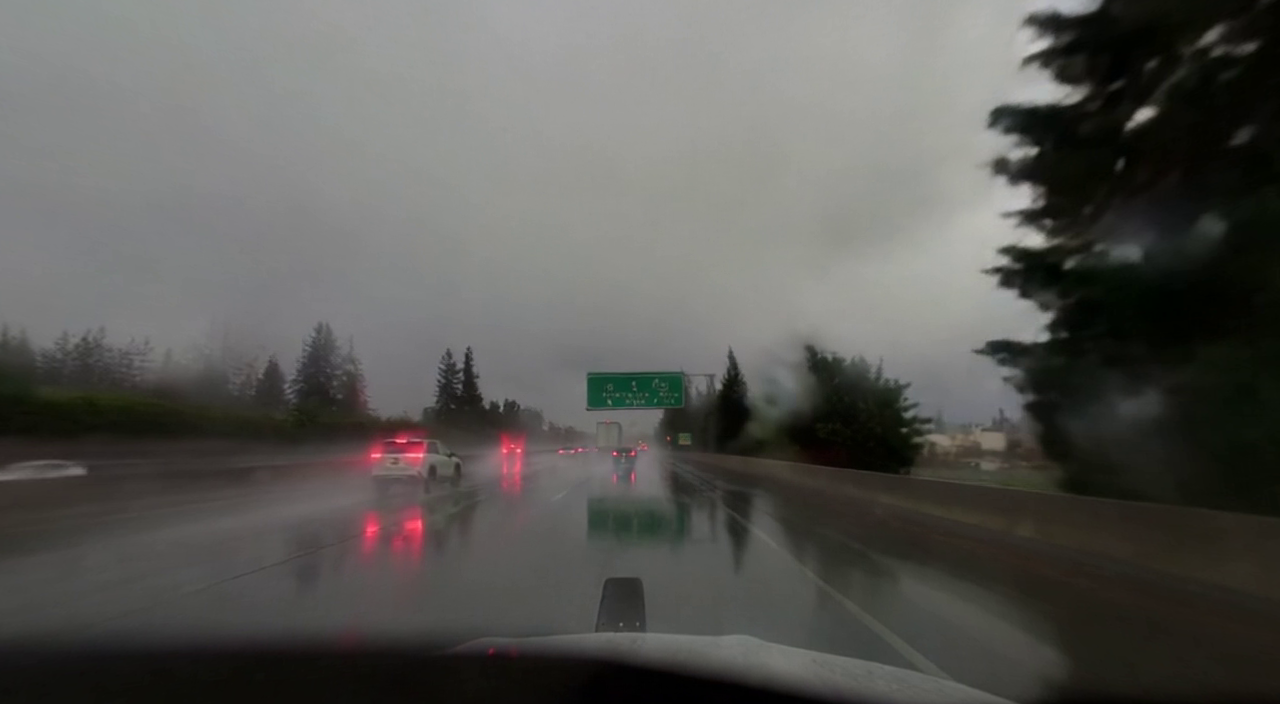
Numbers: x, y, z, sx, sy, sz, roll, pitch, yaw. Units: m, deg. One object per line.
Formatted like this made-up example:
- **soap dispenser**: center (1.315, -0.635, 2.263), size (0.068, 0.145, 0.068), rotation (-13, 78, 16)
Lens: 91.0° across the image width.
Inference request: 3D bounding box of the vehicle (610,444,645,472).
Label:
- **vehicle**: center (-0.693, 6.265, 37.518), size (1.931, 1.528, 4.126), rotation (0, -9, 1)

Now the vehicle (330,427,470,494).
- **vehicle**: center (-7.330, 3.385, 20.043), size (2.115, 1.778, 5.572), rotation (0, -9, 1)

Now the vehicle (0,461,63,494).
- **vehicle**: center (-32.551, 6.420, 32.212), size (1.807, 1.510, 4.467), rotation (0, -9, 0)
